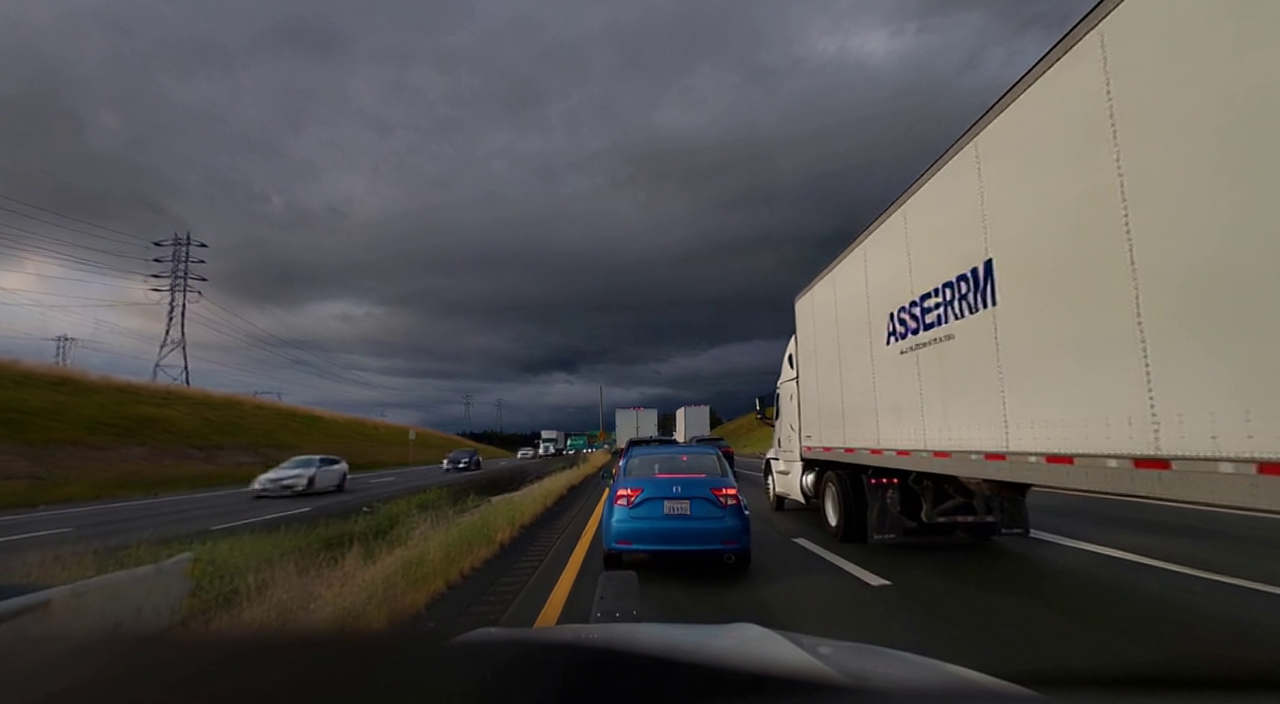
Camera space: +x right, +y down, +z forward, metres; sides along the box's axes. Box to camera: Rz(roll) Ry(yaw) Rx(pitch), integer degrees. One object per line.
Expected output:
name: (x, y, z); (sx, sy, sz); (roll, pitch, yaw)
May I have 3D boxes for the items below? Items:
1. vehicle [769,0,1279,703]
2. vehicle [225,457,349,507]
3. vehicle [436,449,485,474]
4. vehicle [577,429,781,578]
vehicle: (4.115, -0.079, 4.210); (3.138, 4.065, 14.276); (0, -8, -1)
vehicle: (-12.231, 4.503, 22.220); (1.853, 1.445, 4.478); (0, -8, -1)
vehicle: (-11.941, 7.308, 42.218); (1.914, 1.478, 4.597); (-1, -8, 1)
vehicle: (0.331, 1.778, 8.172); (2.045, 1.446, 3.597); (0, -8, -2)
